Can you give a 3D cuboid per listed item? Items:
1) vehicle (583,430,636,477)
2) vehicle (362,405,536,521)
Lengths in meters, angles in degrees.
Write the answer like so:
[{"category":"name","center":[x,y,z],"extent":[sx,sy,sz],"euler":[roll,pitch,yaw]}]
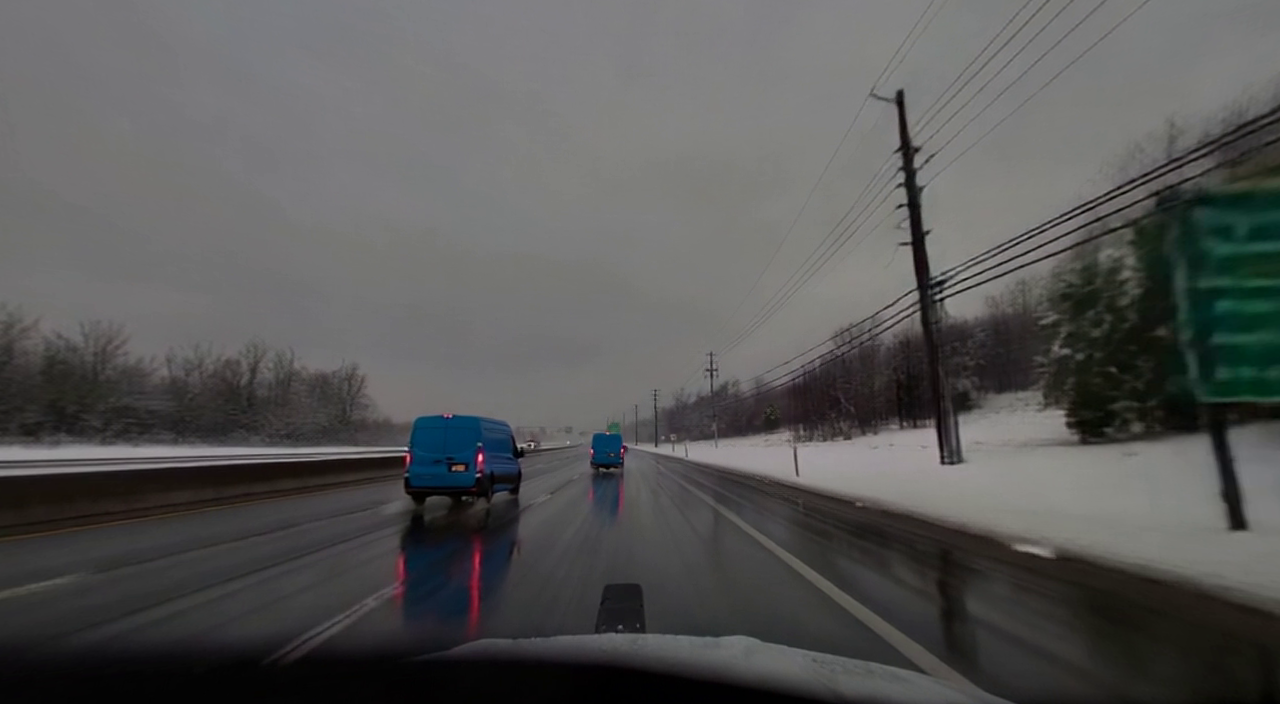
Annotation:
[{"category":"vehicle","center":[-1.335,4.831,30.096],"extent":[2.197,2.011,5.130],"euler":[0,-9,1]},{"category":"vehicle","center":[-3.760,2.331,13.602],"extent":[2.145,2.010,4.980],"euler":[0,-9,0]}]
